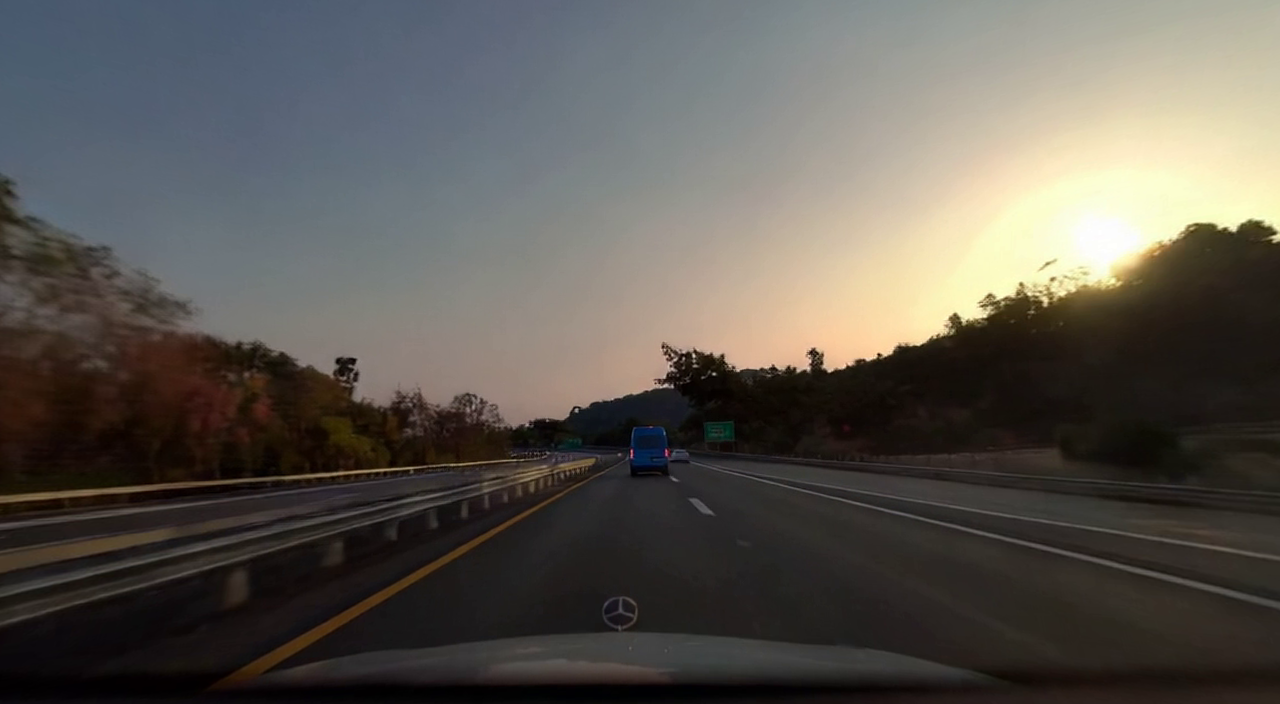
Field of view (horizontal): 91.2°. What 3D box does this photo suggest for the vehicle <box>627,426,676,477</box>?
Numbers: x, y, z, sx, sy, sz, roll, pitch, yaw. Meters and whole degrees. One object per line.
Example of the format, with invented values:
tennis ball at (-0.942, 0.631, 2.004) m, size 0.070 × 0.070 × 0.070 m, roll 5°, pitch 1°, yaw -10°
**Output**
vehicle at (0.639, 5.623, 35.524) m, size 2.560 × 2.598 × 5.581 m, roll -1°, pitch -9°, yaw 1°
